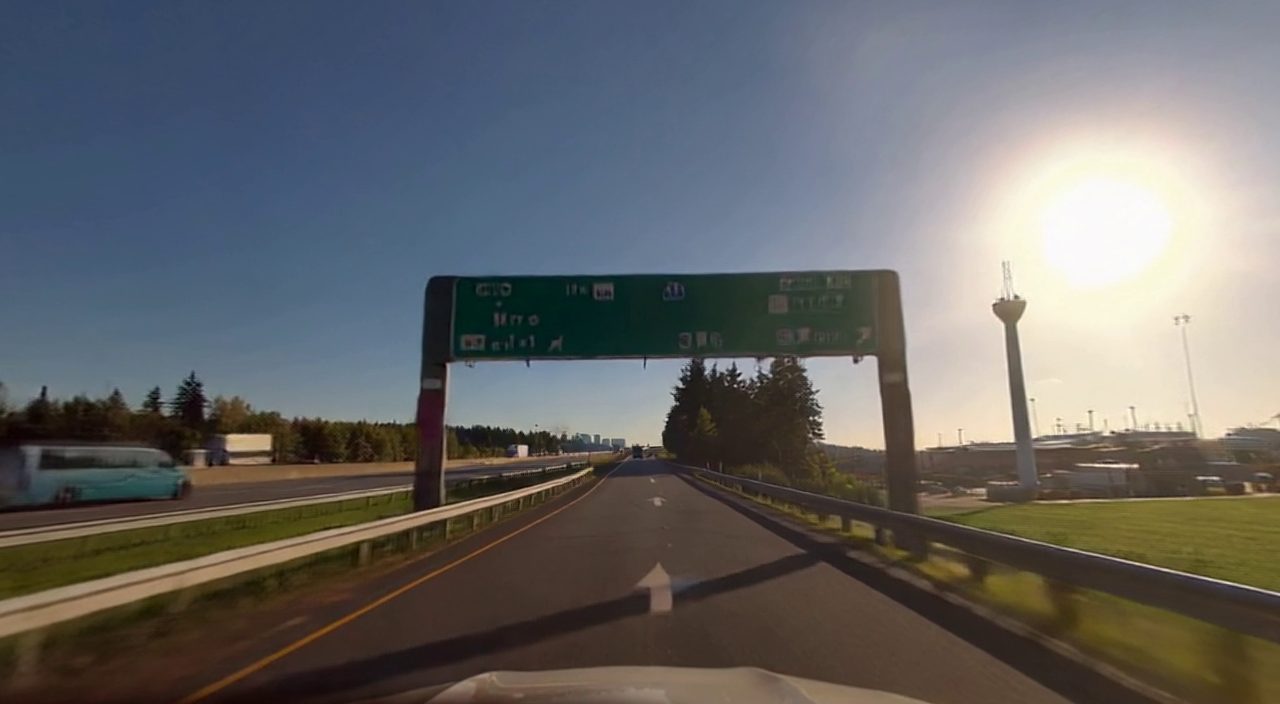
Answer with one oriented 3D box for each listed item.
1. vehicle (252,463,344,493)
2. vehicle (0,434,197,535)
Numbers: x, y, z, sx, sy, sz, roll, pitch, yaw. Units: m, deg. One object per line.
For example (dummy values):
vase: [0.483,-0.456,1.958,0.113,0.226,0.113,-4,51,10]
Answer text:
vehicle: [-19.623,7.218,36.496,2.230,1.503,4.692,-2,-9,8]
vehicle: [-18.164,4.008,19.680,2.344,2.702,7.709,-1,-9,7]
